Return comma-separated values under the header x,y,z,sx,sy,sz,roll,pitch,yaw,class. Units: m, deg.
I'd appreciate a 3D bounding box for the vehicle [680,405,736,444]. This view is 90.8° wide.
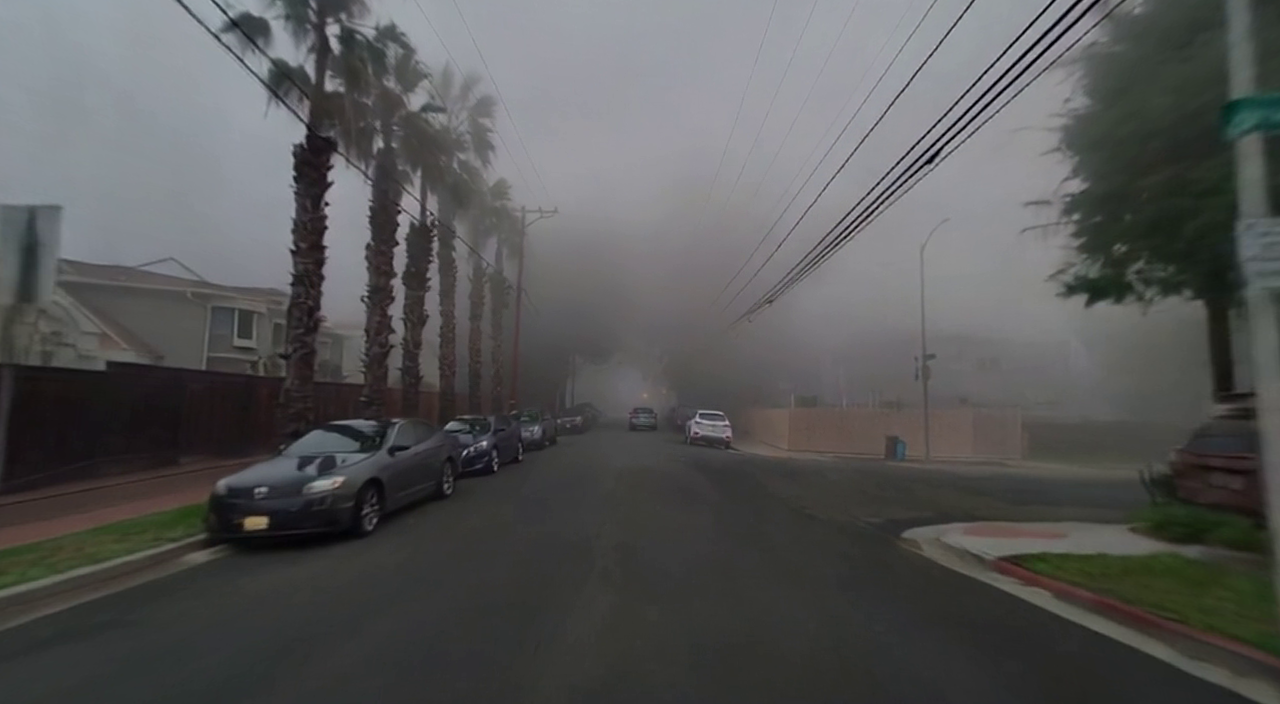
x,y,z,sx,sy,sz,roll,pitch,yaw,class
3.035,3.413,29.184,2.060,1.614,4.652,0,-8,0,vehicle

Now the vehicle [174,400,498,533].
x,y,z,sx,sy,sz,roll,pitch,yaw,class
-4.091,1.714,10.042,2.157,1.487,5.718,0,-8,2,vehicle

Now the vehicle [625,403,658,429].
x,y,z,sx,sy,sz,roll,pitch,yaw,class
0.086,4.360,42.555,2.081,1.483,4.599,0,-8,0,vehicle

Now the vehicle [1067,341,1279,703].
x,y,z,sx,sy,sz,roll,pitch,yaw,class
2.776,0.587,0.284,1.895,1.680,4.842,0,-8,2,vehicle

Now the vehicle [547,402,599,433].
x,y,z,sx,sy,sz,roll,pitch,yaw,class
-3.807,3.902,36.985,2.130,1.543,5.386,-1,-8,4,vehicle

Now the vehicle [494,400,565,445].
x,y,z,sx,sy,sz,roll,pitch,yaw,class
-4.056,2.776,24.077,1.769,1.551,5.040,0,-8,0,vehicle
